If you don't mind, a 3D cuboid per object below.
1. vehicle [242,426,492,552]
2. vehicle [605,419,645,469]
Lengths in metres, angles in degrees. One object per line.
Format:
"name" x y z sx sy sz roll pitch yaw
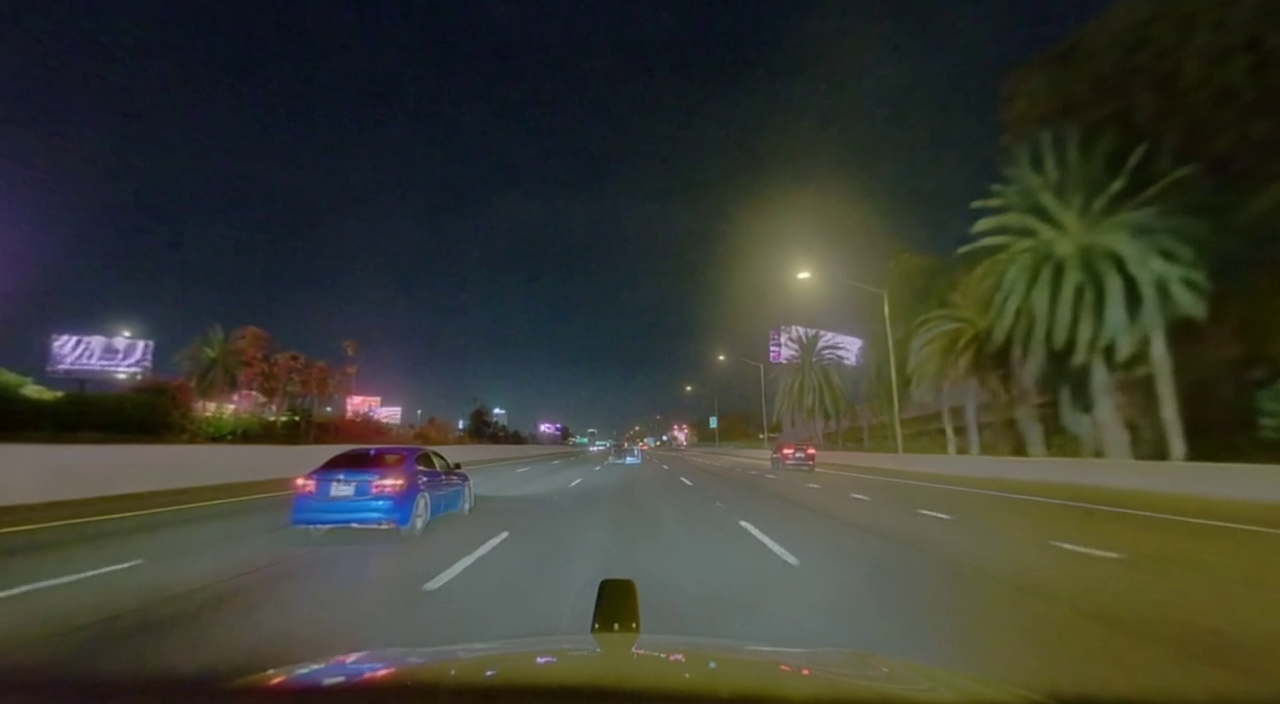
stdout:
"vehicle" -4.067 2.112 10.571 2.021 1.598 4.887 0 -8 0
"vehicle" -1.006 5.880 40.455 2.364 2.953 6.495 0 -8 -2
